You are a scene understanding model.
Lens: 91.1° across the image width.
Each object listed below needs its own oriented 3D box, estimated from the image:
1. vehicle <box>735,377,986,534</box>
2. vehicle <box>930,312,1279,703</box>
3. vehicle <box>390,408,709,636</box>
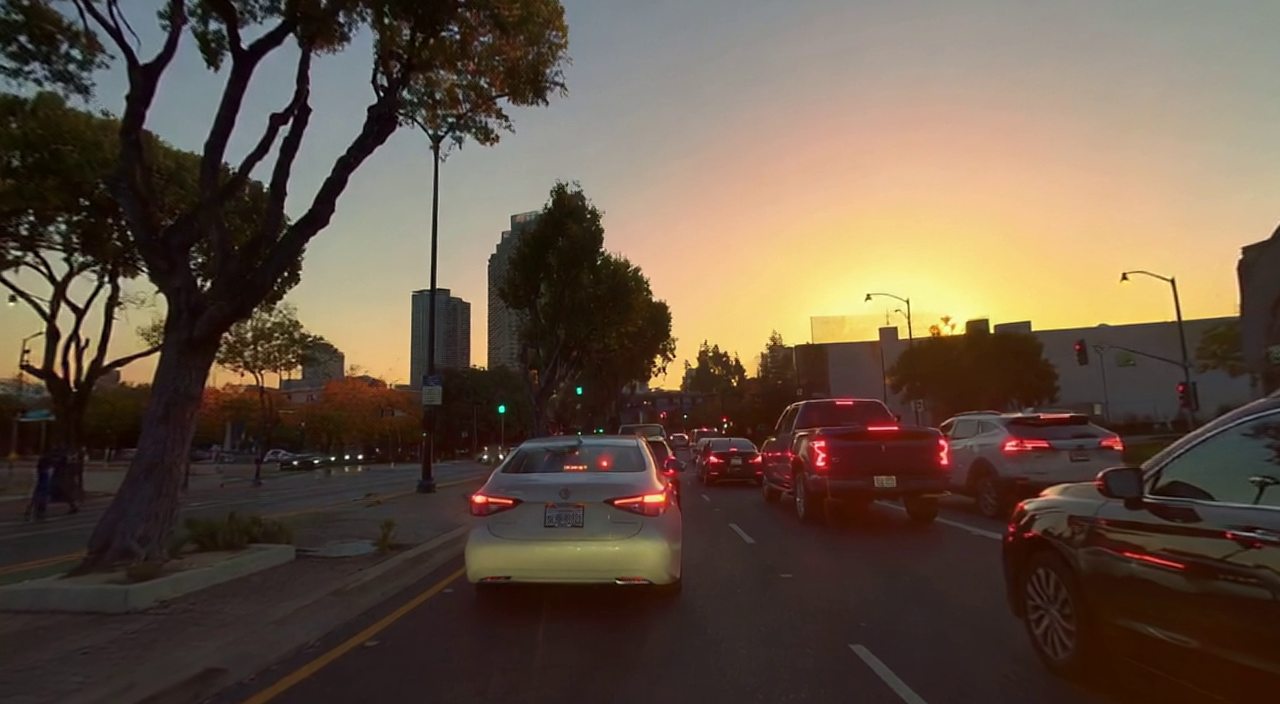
[{"bbox_3d":[3.527,1.882,11.776,2.497,2.186,5.890,0,-8,0],"label":"vehicle"},{"bbox_3d":[3.165,0.756,2.235,2.024,1.723,4.714,0,-8,0],"label":"vehicle"},{"bbox_3d":[-0.576,1.476,6.478,2.172,1.536,4.250,0,-8,1],"label":"vehicle"}]
